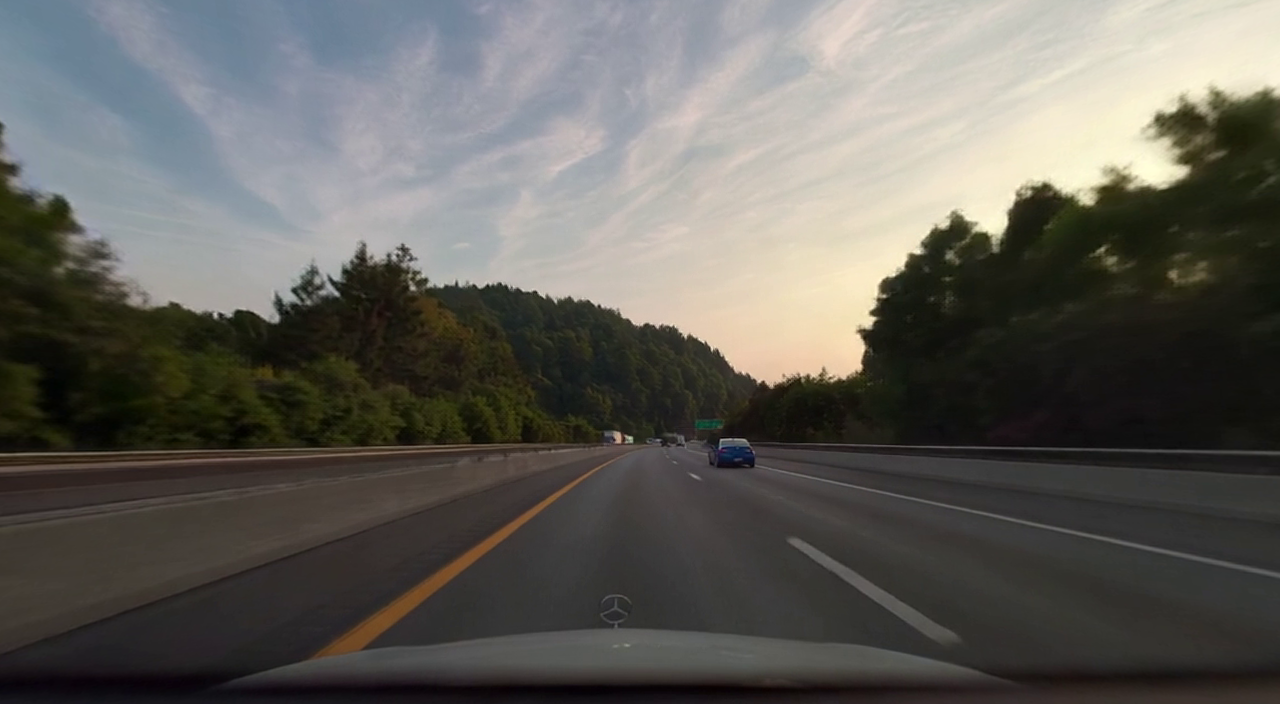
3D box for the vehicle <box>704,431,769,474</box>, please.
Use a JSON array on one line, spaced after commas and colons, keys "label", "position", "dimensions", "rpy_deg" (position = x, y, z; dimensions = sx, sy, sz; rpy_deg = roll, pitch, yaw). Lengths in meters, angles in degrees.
[{"label": "vehicle", "position": [4.009, 4.262, 26.859], "dimensions": [2.022, 1.663, 4.245], "rpy_deg": [0, -8, -1]}]
